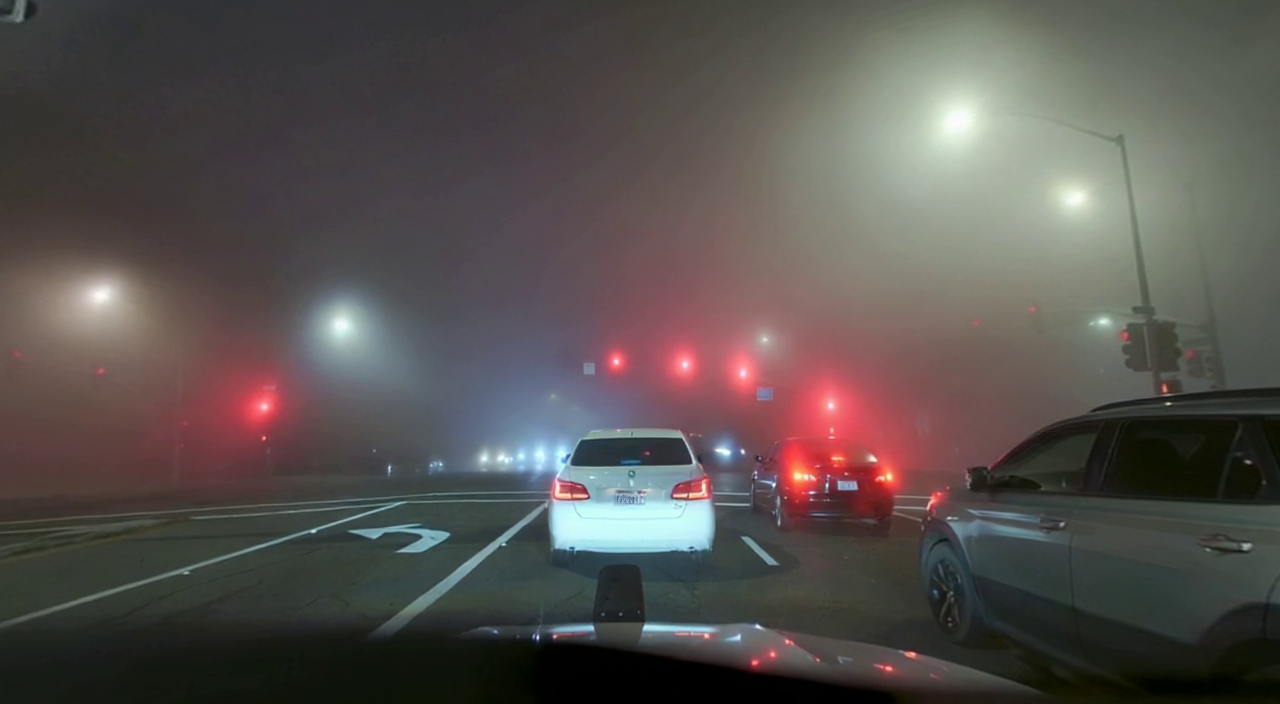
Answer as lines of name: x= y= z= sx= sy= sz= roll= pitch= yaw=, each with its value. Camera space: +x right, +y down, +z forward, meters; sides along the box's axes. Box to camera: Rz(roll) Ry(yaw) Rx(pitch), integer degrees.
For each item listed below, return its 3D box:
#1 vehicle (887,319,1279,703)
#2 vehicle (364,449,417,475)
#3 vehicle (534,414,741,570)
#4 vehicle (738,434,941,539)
vehicle: x=2.997 y=0.866 z=2.660 sx=2.103 sy=1.701 sz=4.294 roll=0 pitch=-8 yaw=-1
vehicle: x=-18.725 y=8.261 z=47.657 sx=2.026 sy=1.836 sz=4.726 roll=0 pitch=-8 yaw=0
vehicle: x=-0.073 y=1.779 z=8.758 sx=2.188 sy=1.637 sz=4.027 roll=0 pitch=-8 yaw=-1
vehicle: x=3.158 y=2.218 z=11.133 sx=2.001 sy=1.463 sz=4.398 roll=0 pitch=-8 yaw=-2
